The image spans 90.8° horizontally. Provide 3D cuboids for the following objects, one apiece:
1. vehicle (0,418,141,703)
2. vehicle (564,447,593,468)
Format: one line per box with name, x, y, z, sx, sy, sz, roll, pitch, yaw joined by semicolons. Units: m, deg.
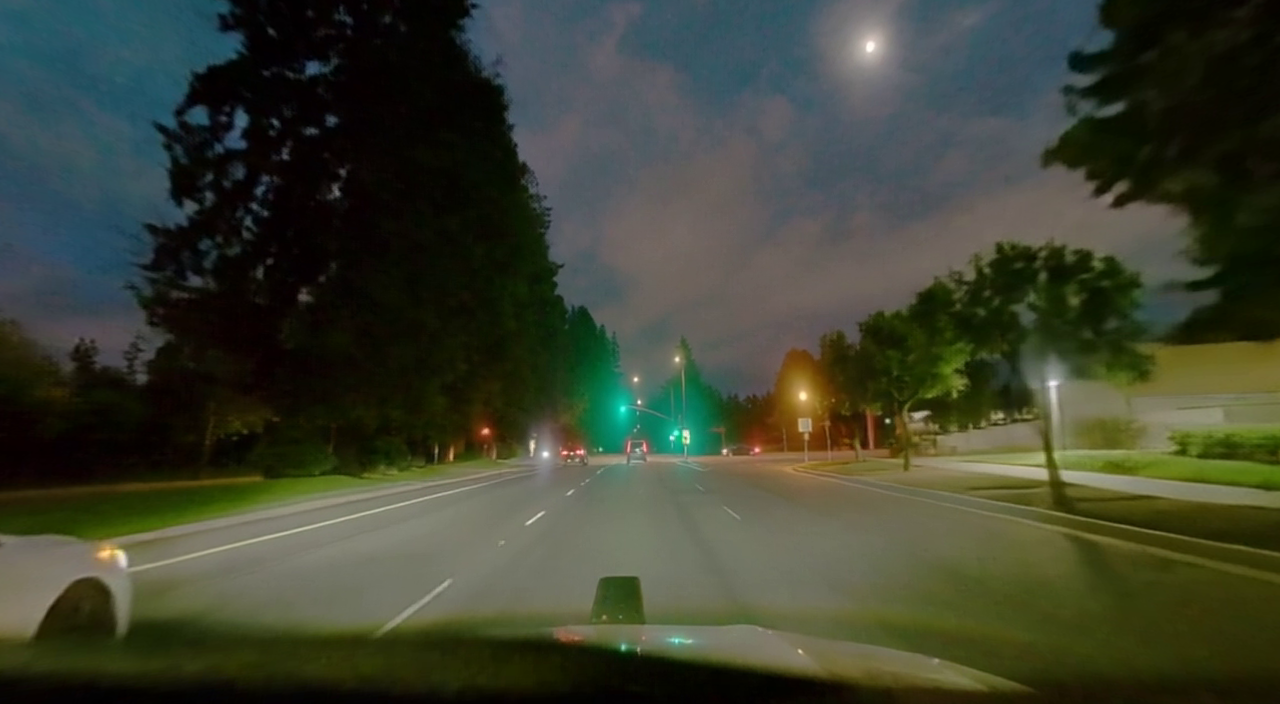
vehicle;-3.723;0.795;1.170;1.968;1.459;4.433;0;-8;0
vehicle;-4.456;7.650;46.088;1.674;1.408;4.141;0;-8;1
